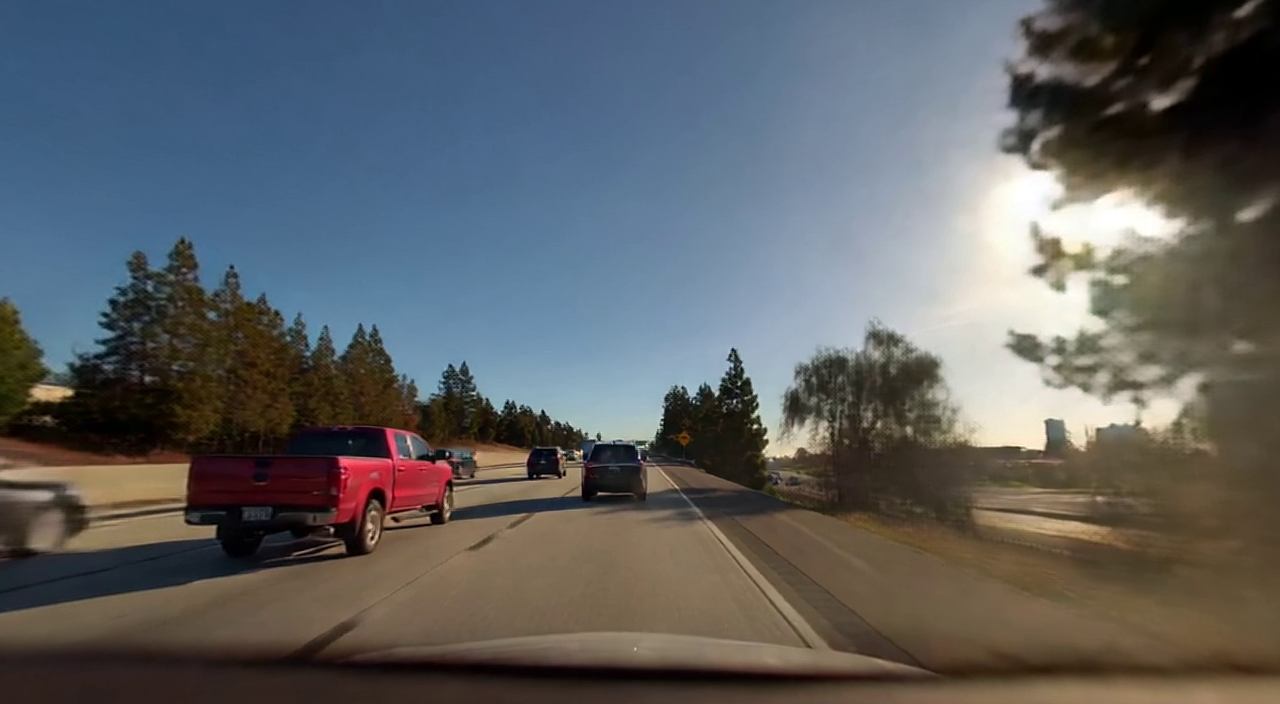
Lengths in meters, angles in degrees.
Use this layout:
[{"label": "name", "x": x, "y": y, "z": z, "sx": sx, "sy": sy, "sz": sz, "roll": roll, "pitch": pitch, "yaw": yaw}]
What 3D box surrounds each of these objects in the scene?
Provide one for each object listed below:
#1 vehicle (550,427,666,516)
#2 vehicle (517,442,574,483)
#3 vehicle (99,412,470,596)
[{"label": "vehicle", "x": -0.597, "y": 2.702, "z": 14.795, "sx": 2.293, "sy": 1.753, "sz": 4.380, "roll": 0, "pitch": -8, "yaw": 1}, {"label": "vehicle", "x": -4.403, "y": 5.221, "z": 30.137, "sx": 1.991, "sy": 1.776, "sz": 4.333, "roll": 0, "pitch": -8, "yaw": 1}, {"label": "vehicle", "x": -4.030, "y": 1.803, "z": 8.560, "sx": 2.038, "sy": 1.704, "sz": 5.181, "roll": 0, "pitch": -8, "yaw": -1}]
